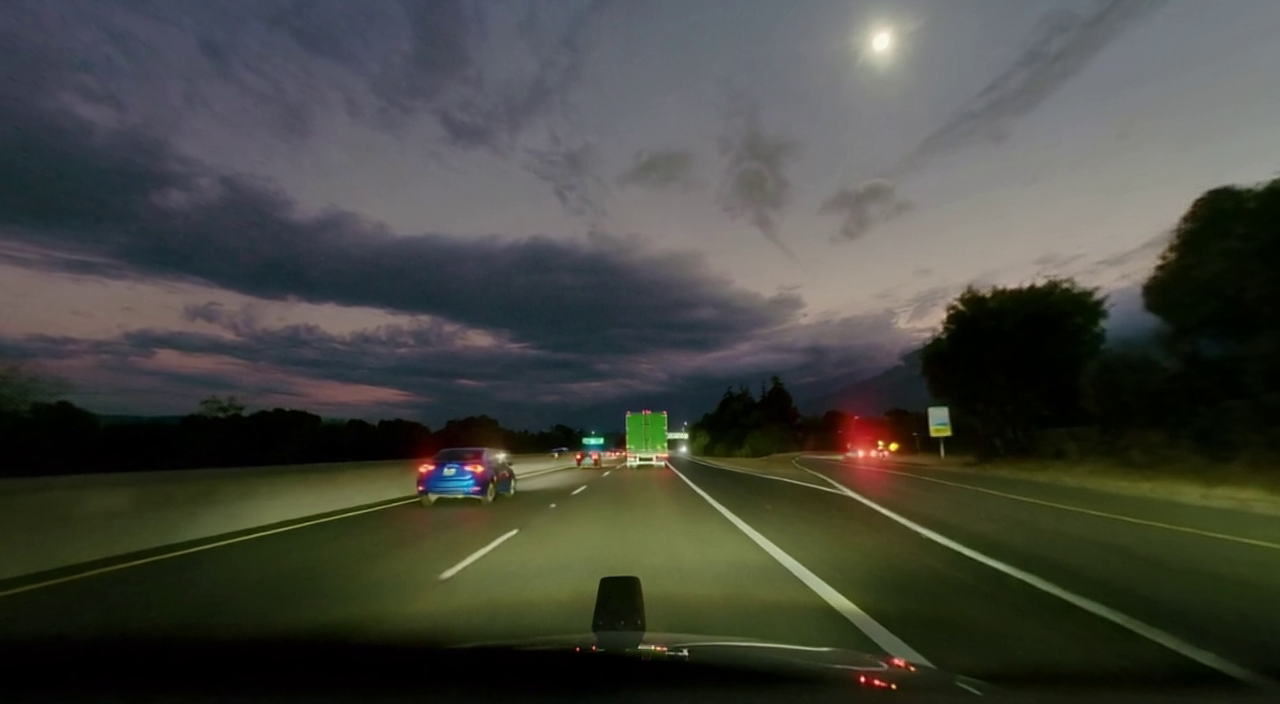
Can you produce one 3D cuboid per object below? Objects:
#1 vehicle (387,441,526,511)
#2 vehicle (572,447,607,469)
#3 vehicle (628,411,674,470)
[{"bbox_3d":[-4.245,2.933,15.408,2.010,1.461,4.391,0,-9,1],"label":"vehicle"},{"bbox_3d":[-3.471,7.383,44.070,1.981,1.435,4.199,0,-9,2],"label":"vehicle"},{"bbox_3d":[0.724,6.262,44.189,2.893,3.628,9.081,0,-9,1],"label":"vehicle"}]
